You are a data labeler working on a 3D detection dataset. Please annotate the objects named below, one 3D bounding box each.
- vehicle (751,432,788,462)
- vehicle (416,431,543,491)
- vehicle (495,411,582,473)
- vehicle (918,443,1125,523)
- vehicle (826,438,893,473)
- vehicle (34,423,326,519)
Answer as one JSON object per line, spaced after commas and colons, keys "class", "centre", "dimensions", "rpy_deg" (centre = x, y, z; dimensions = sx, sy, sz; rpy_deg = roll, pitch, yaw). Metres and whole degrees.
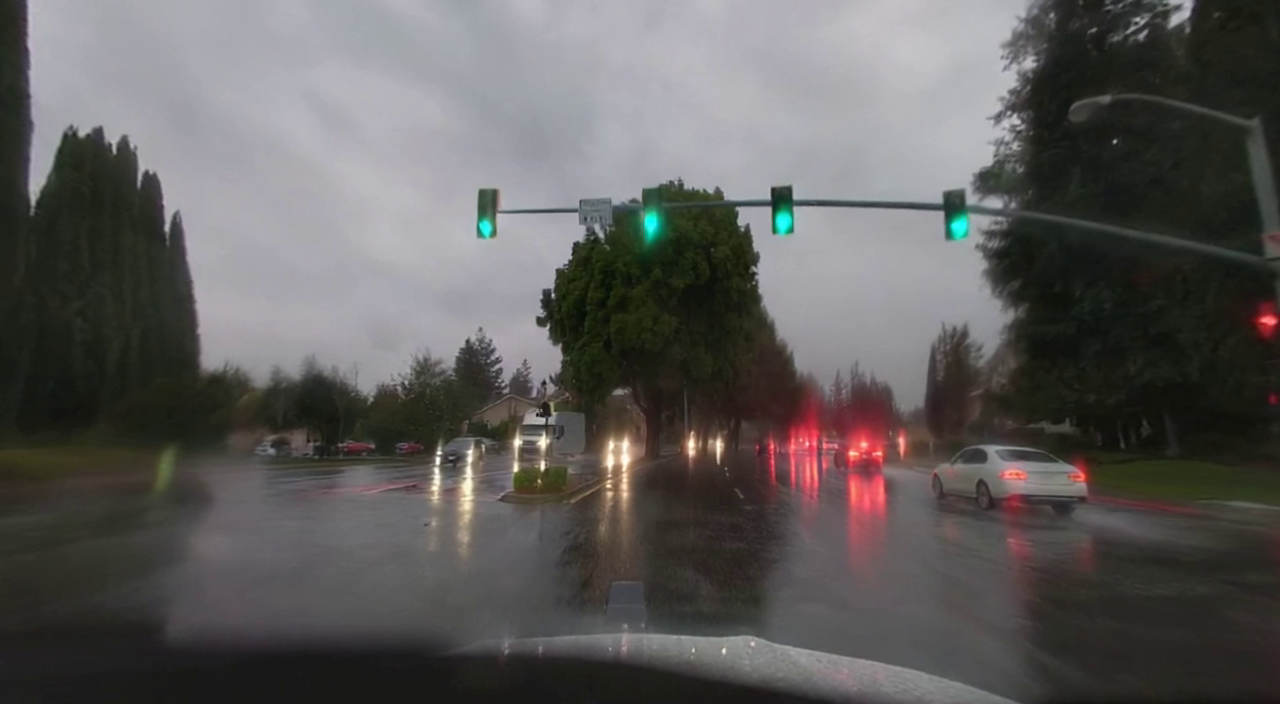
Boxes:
{"class": "vehicle", "centre": [7.818, 5.787, 38.418], "dimensions": [1.991, 1.684, 4.127], "rpy_deg": [-1, -8, 9]}
{"class": "vehicle", "centre": [-4.368, 3.013, 18.043], "dimensions": [2.036, 1.476, 4.557], "rpy_deg": [-1, -7, 6]}
{"class": "vehicle", "centre": [-3.909, 3.646, 25.537], "dimensions": [2.334, 2.214, 5.724], "rpy_deg": [0, -8, 3]}
{"class": "vehicle", "centre": [7.663, 2.620, 13.298], "dimensions": [1.783, 1.386, 4.433], "rpy_deg": [0, -8, 3]}
{"class": "vehicle", "centre": [9.862, 4.657, 28.635], "dimensions": [1.855, 1.444, 4.389], "rpy_deg": [-1, -8, 6]}
{"class": "vehicle", "centre": [-8.345, 2.196, 12.189], "dimensions": [1.936, 1.470, 4.675], "rpy_deg": [-1, -8, 3]}
